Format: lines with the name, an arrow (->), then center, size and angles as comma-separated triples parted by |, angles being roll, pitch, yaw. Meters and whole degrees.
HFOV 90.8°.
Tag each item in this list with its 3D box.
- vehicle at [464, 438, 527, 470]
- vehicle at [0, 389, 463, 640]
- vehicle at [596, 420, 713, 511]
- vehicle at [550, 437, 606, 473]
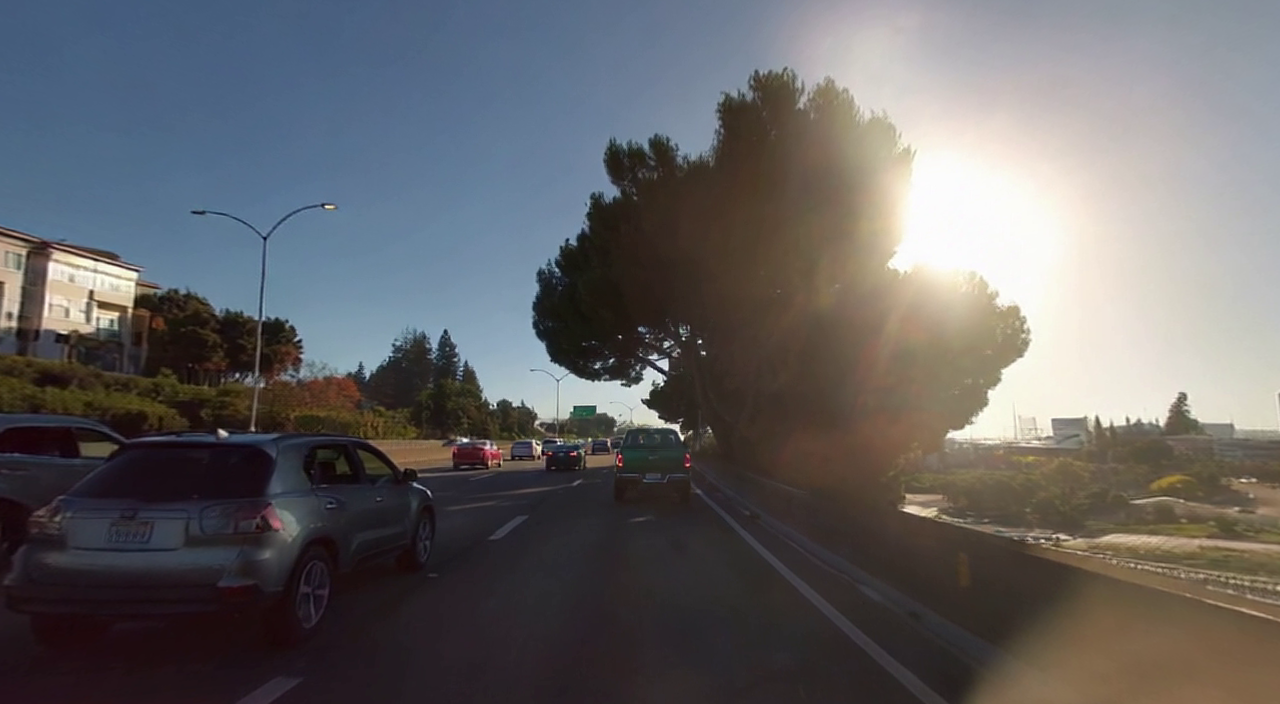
vehicle -> -7.025, 5.011, 31.142 | 1.856, 1.459, 4.251 | -1, -9, 4
vehicle -> -3.612, 1.432, 6.556 | 2.076, 1.688, 4.334 | -1, -9, 3
vehicle -> 0.337, 2.522, 14.424 | 2.235, 1.716, 4.435 | 0, -9, 2
vehicle -> -2.742, 4.648, 28.703 | 1.868, 1.470, 4.105 | -1, -9, 4
